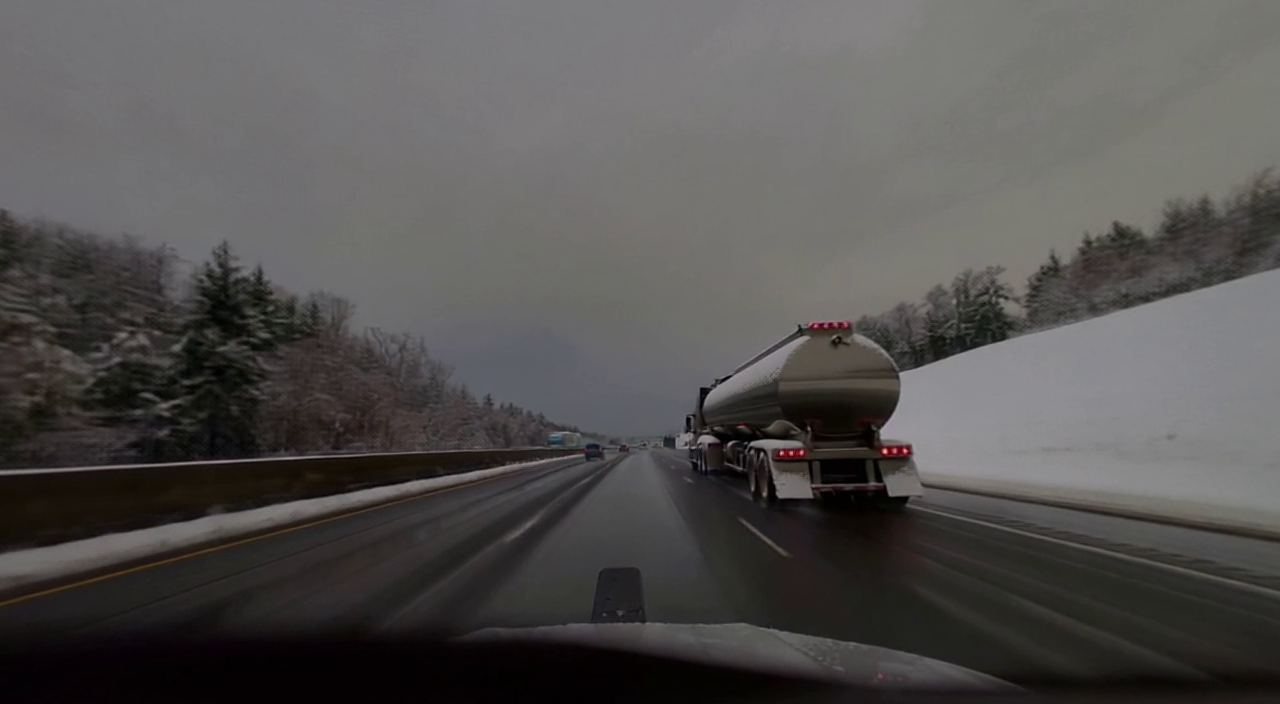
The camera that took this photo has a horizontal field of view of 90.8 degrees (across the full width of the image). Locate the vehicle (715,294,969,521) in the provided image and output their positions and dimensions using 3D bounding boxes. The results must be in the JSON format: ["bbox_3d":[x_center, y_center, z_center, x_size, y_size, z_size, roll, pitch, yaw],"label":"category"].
[{"bbox_3d":[3.870,1.595,15.240,2.759,3.734,9.708,0,-9,-1],"label":"vehicle"}]
